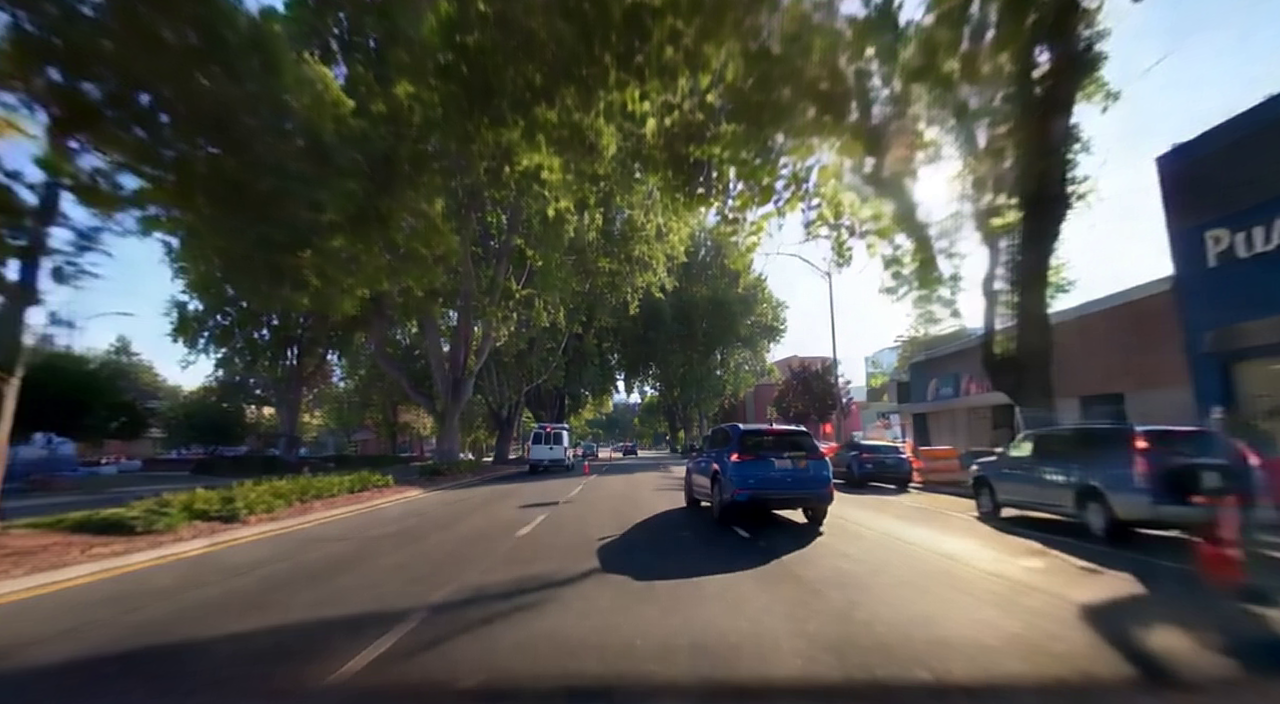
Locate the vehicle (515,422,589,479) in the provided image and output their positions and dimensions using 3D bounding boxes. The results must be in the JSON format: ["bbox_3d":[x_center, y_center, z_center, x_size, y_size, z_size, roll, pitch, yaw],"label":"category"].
[{"bbox_3d":[-3.484,4.048,26.142,2.357,2.063,5.488,0,-8,-1],"label":"vehicle"}]

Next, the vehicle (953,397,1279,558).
[{"bbox_3d":[6.894,1.744,9.452,1.945,1.797,4.591,0,-8,-2],"label":"vehicle"}]

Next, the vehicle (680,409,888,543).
[{"bbox_3d":[2.026,1.920,10.408,2.168,1.725,4.192,0,-8,-4],"label":"vehicle"}]
